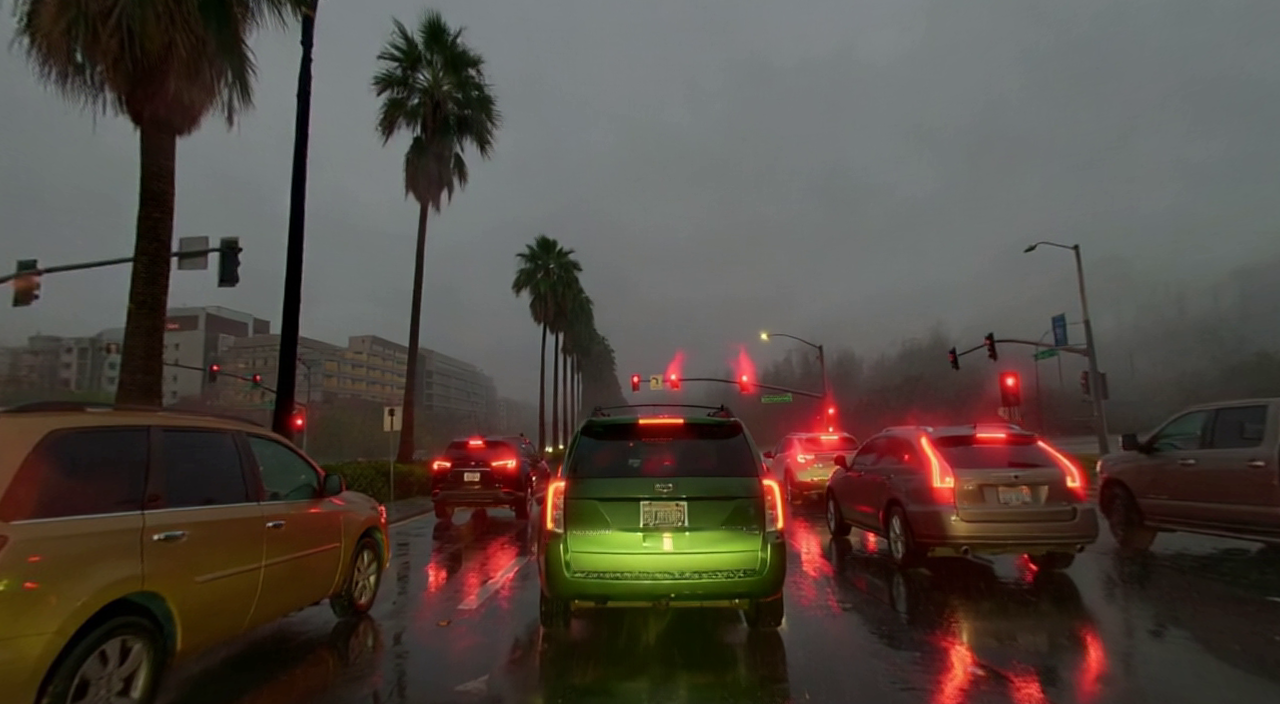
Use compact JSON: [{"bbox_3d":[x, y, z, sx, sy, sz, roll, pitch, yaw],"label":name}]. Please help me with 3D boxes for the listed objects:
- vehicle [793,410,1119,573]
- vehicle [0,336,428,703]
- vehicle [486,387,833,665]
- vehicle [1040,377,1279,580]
[{"bbox_3d":[3.987,1.864,9.286,2.072,1.704,5.170,0,-8,-1],"label":"vehicle"},{"bbox_3d":[-3.173,1.085,3.885,2.171,1.702,4.416,0,-9,0],"label":"vehicle"},{"bbox_3d":[0.143,1.373,6.011,2.123,1.704,4.128,0,-9,1],"label":"vehicle"},{"bbox_3d":[7.311,1.318,6.690,2.337,1.925,5.728,0,-8,0],"label":"vehicle"}]
